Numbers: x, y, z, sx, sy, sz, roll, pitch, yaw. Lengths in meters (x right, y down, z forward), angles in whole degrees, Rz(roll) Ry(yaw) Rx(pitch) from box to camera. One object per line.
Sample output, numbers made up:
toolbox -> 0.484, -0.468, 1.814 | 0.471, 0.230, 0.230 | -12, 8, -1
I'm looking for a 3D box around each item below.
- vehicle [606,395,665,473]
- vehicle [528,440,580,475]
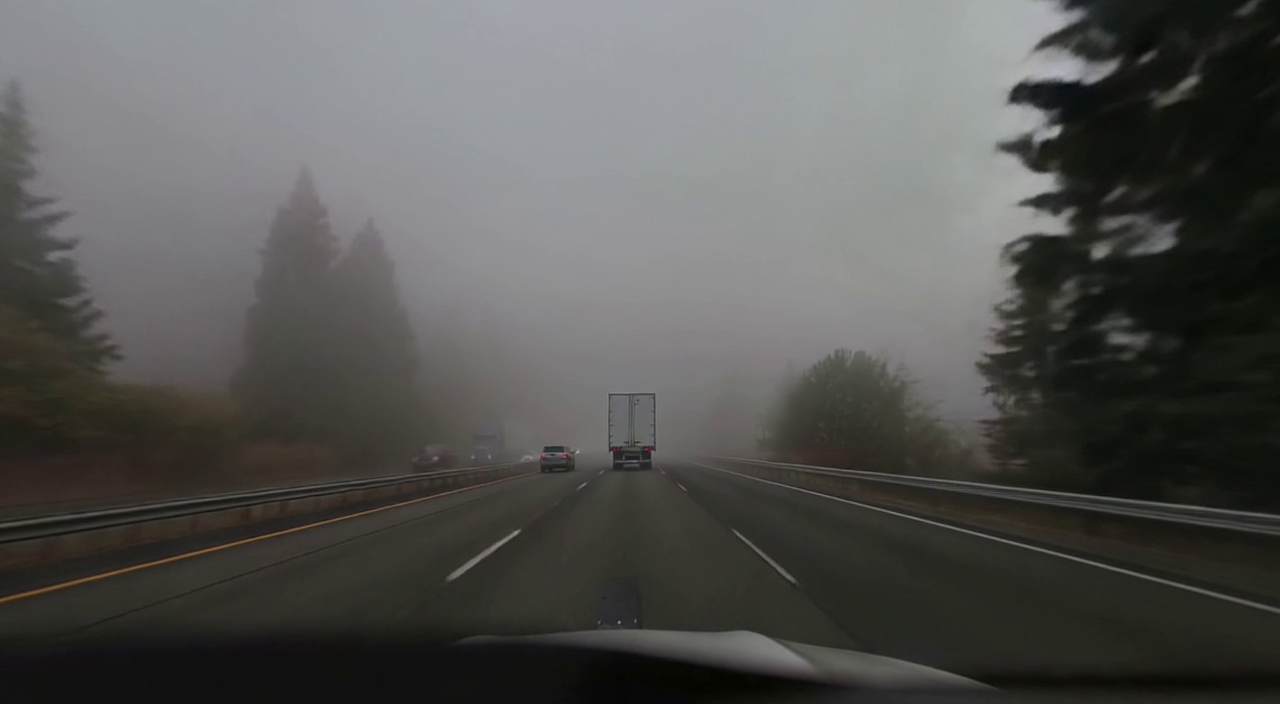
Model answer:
vehicle -> -0.288, 5.123, 38.448 | 3.100, 4.091, 10.664 | 0, -9, -1
vehicle -> -4.331, 5.412, 32.308 | 2.112, 1.645, 4.129 | 0, -9, 0
